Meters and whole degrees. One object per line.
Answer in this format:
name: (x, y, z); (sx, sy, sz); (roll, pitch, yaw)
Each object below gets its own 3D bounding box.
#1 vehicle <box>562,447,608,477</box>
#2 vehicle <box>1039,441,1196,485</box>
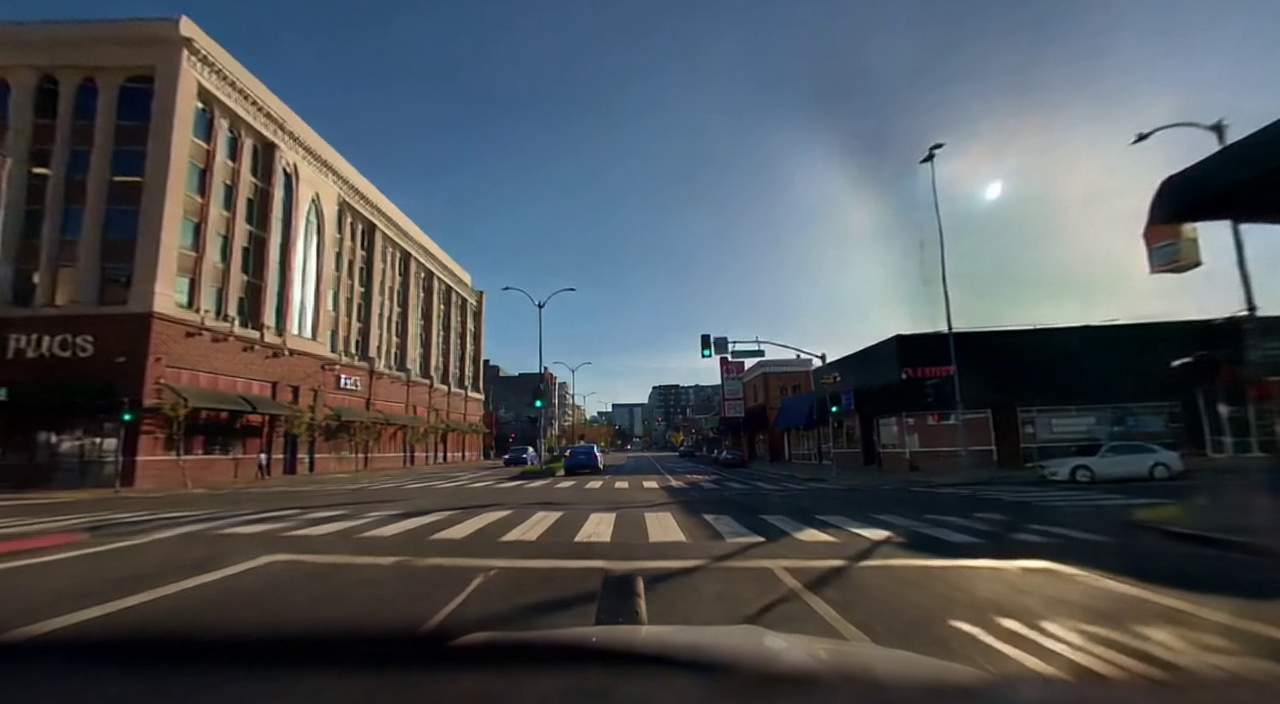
vehicle: (-2.838, 5.783, 33.322); (2.078, 1.471, 4.217); (0, -8, 0)
vehicle: (17.375, 4.042, 23.069); (4.040, 1.514, 2.095); (0, -9, -1)
